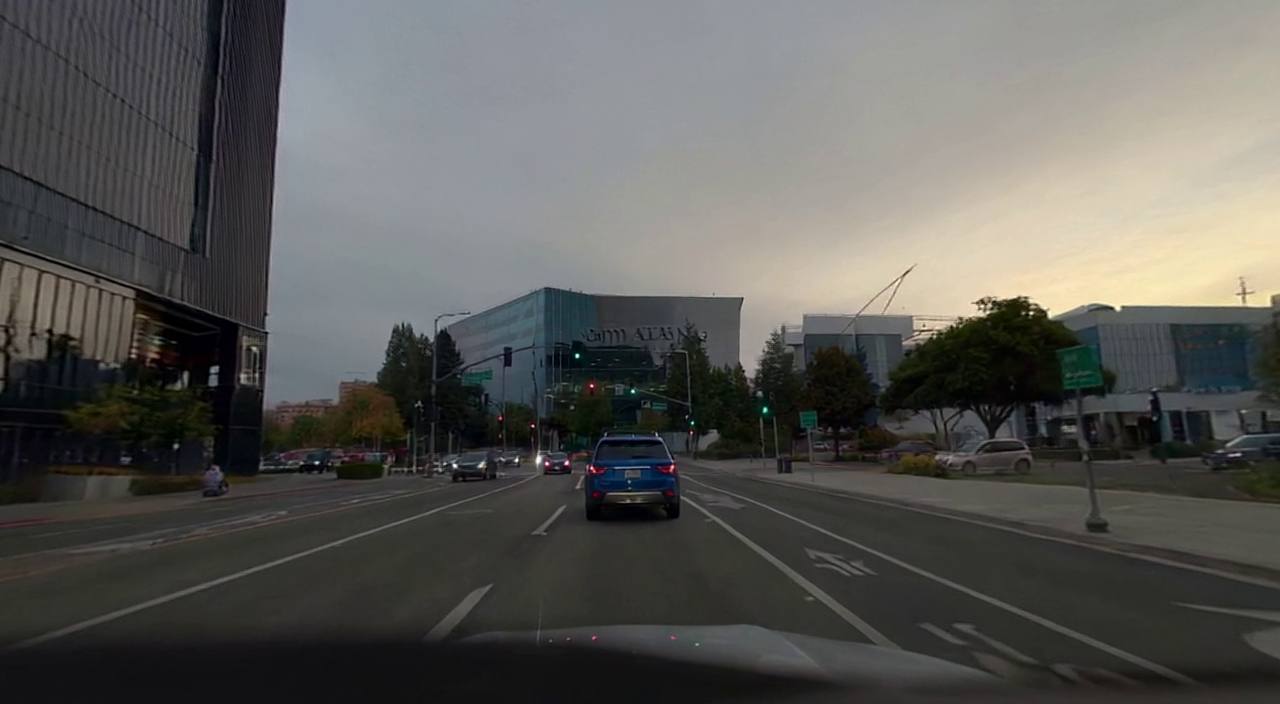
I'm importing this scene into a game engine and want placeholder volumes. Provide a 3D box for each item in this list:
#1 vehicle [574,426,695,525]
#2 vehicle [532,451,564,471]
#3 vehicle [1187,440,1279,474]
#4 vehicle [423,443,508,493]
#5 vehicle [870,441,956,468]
[{"bbox_3d":[-0.172,2.558,13.590,2.183,1.765,4.059,0,-9,-2],"label":"vehicle"},{"bbox_3d":[-7.143,8.497,49.566,1.908,1.475,4.337,0,-9,0],"label":"vehicle"},{"bbox_3d":[31.032,5.274,31.817,5.161,1.610,2.024,0,-9,-3],"label":"vehicle"},{"bbox_3d":[-6.295,4.208,23.320,2.028,1.655,4.189,0,-9,-1],"label":"vehicle"},{"bbox_3d":[16.630,6.277,38.660,4.422,1.563,1.751,0,-9,-2],"label":"vehicle"}]
